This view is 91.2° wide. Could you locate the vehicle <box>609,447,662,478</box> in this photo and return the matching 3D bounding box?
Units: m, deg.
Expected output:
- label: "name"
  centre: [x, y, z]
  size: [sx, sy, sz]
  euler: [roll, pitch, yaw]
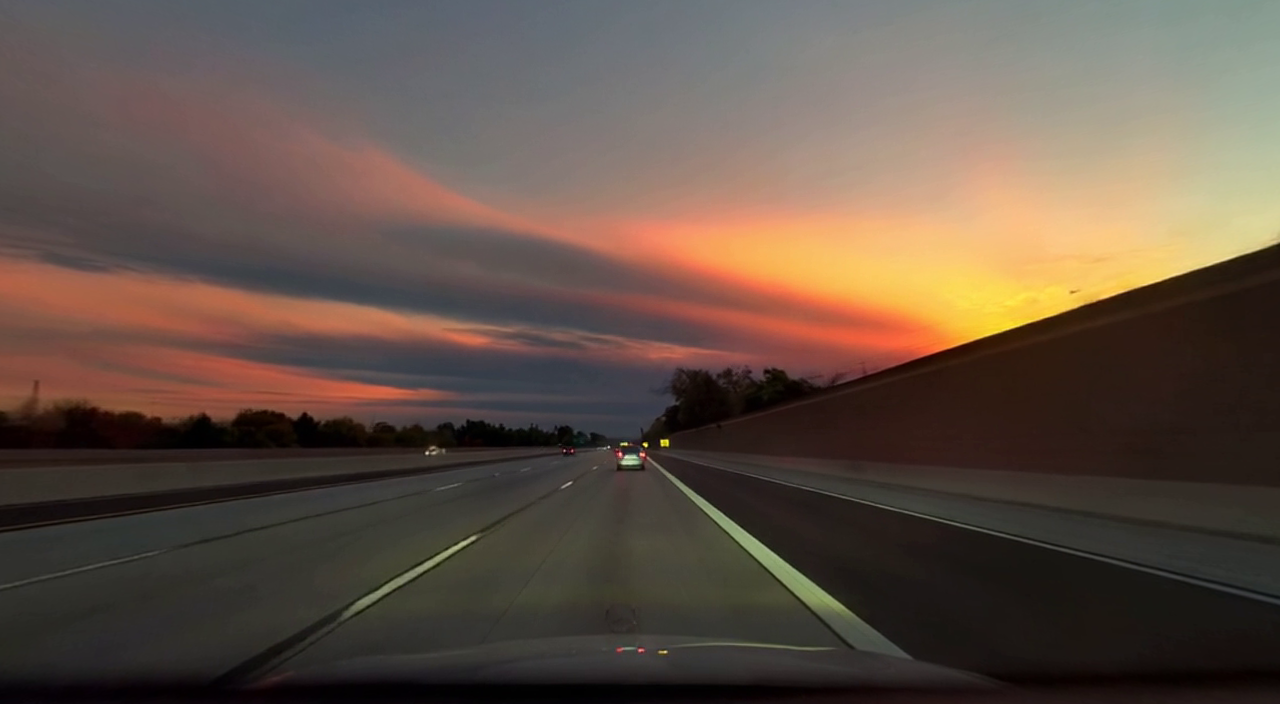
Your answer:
- label: "vehicle"
  centre: [-0.277, 5.439, 31.252]
  size: [2.398, 1.336, 5.698]
  euler: [0, -9, -1]
